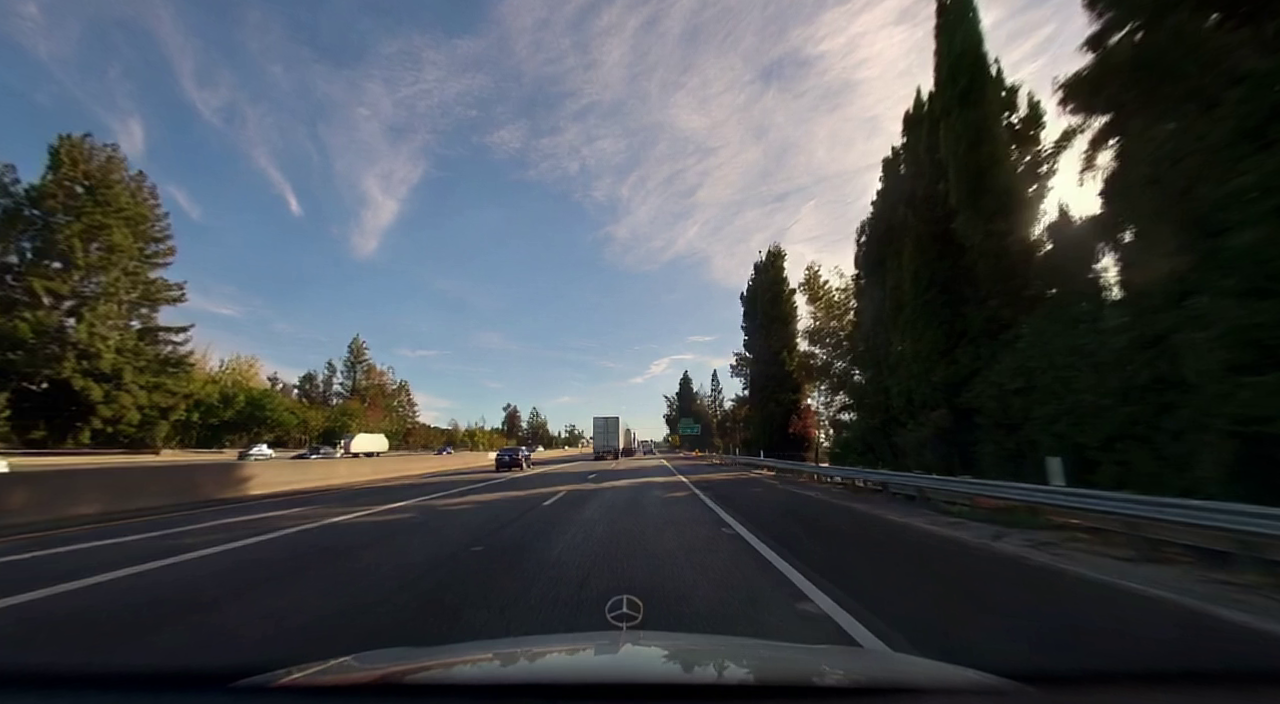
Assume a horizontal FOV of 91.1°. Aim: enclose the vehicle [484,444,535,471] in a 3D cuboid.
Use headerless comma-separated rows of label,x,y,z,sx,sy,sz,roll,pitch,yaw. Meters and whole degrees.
vehicle,-7.577,6.137,36.936,1.901,1.467,4.629,0,-8,2
